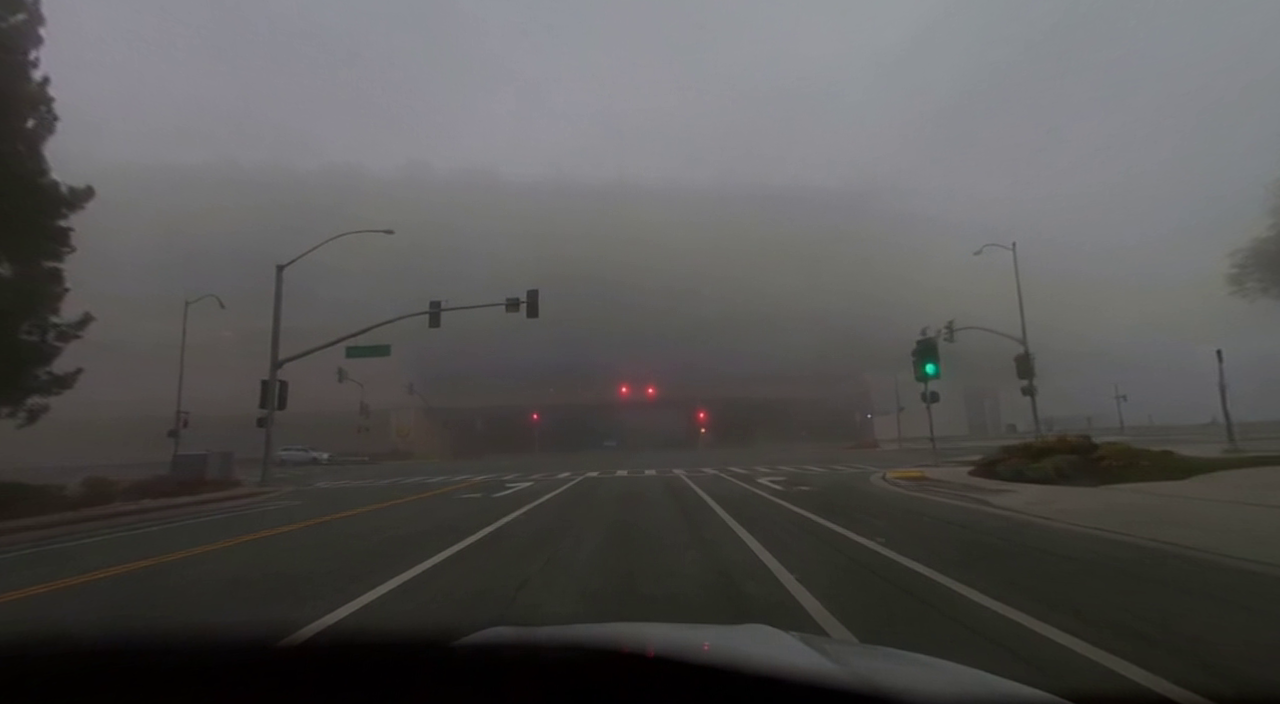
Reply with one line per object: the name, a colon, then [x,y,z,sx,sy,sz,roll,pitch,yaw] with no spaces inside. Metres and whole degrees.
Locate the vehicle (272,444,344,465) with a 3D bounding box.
vehicle: [-24.997,7.712,47.537,4.332,1.573,1.900,0,-8,3]
